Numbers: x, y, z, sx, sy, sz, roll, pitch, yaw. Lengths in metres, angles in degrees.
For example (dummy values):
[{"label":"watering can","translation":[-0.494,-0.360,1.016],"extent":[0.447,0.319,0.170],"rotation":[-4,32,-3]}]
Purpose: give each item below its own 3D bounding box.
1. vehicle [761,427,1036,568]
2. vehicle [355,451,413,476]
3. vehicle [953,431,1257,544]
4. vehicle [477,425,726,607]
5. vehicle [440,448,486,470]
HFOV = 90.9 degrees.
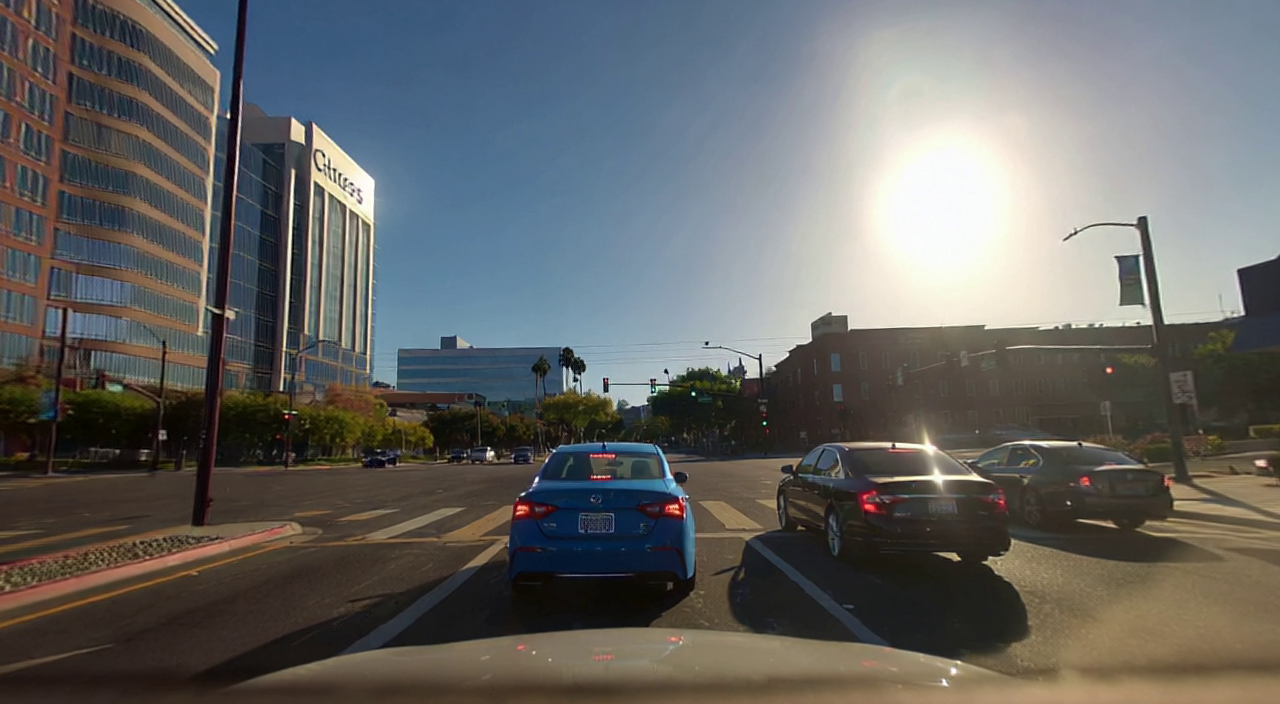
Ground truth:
[{"label":"vehicle","translation":[3.218,1.889,8.973],"extent":[2.042,1.508,4.109],"rotation":[0,-8,-2]},{"label":"vehicle","translation":[-16.900,7.362,41.910],"extent":[2.048,1.463,4.530],"rotation":[0,-8,-1]},{"label":"vehicle","translation":[7.448,2.166,10.790],"extent":[1.908,1.517,4.182],"rotation":[0,-8,-1]},{"label":"vehicle","translation":[-0.365,1.655,7.291],"extent":[2.059,1.477,3.988],"rotation":[0,-8,-1]},{"label":"vehicle","translation":[-13.054,7.903,46.734],"extent":[2.049,1.483,4.407],"rotation":[0,-8,0]}]
